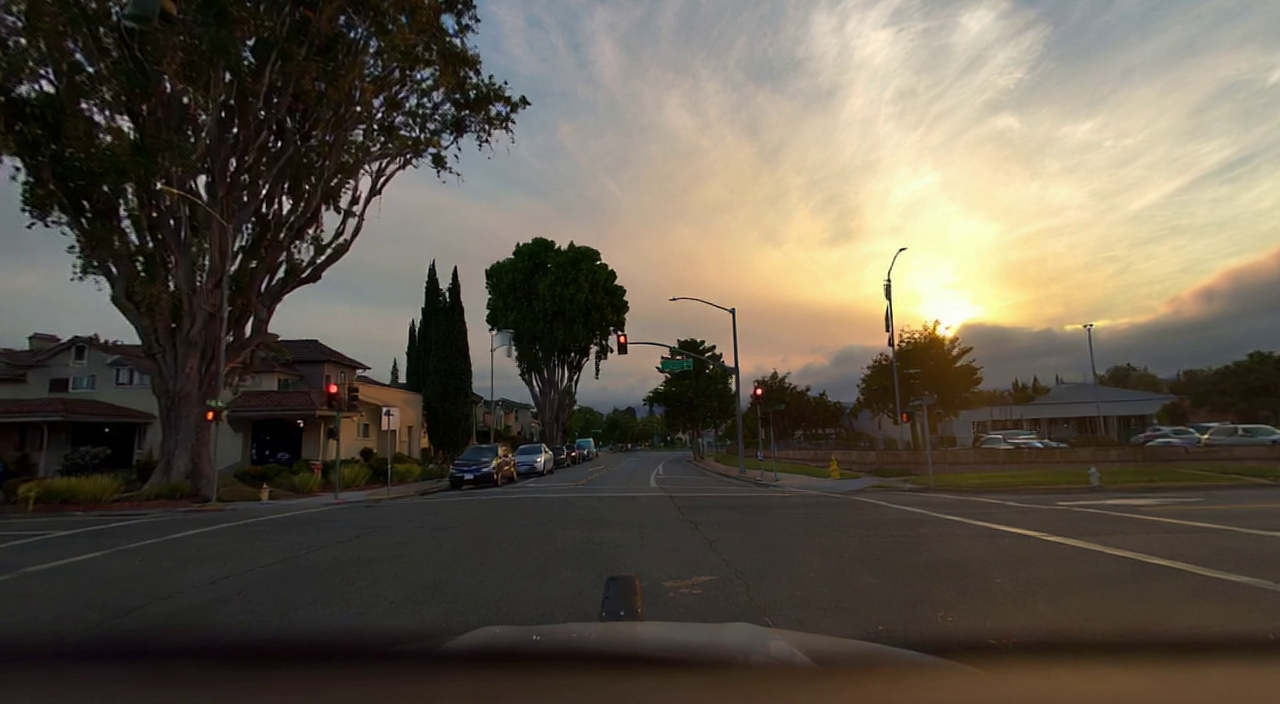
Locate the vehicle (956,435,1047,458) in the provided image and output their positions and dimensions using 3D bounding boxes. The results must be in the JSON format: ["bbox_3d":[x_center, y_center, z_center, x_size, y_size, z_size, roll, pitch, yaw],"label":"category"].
[{"bbox_3d":[25.014,6.553,43.831,5.172,1.515,1.851,0,-9,-2],"label":"vehicle"}]

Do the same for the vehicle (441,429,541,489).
[{"bbox_3d":[-6.497,4.819,28.850,2.896,2.339,7.322,0,-9,-1],"label":"vehicle"}]

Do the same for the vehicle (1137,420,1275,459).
[{"bbox_3d":[33.275,5.166,37.238,5.969,2.149,2.331,0,-9,-3],"label":"vehicle"}]

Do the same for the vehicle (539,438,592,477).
[{"bbox_3d":[-3.647,5.285,31.908,2.120,1.783,4.788,0,-9,0],"label":"vehicle"}]
